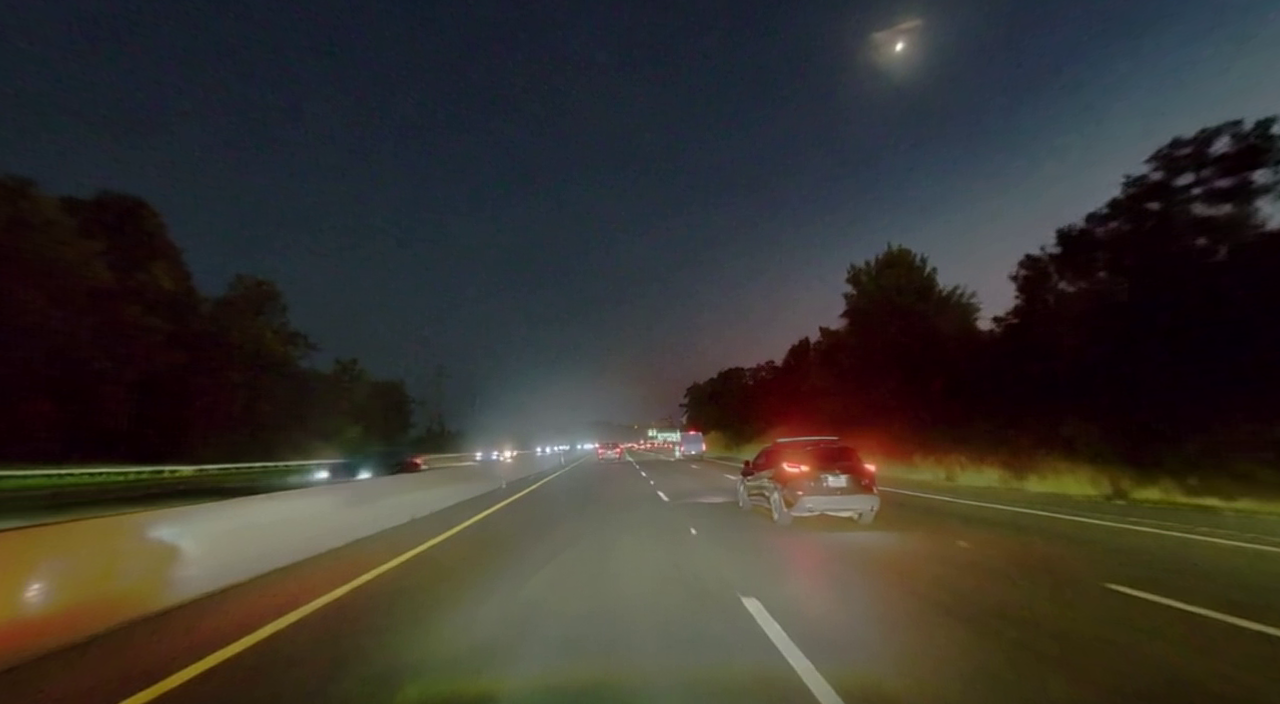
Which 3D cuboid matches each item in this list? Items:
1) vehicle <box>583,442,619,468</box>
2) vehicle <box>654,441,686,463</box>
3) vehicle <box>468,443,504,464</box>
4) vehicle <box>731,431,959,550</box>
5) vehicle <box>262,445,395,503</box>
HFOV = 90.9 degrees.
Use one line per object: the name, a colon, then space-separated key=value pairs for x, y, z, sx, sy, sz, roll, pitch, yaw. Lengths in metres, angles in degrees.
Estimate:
vehicle: x=-2.353 y=6.252 z=38.677 sx=2.055 sy=1.466 sz=4.317 roll=1 pitch=-8 yaw=-3
vehicle: x=2.186 y=7.404 z=46.806 sx=1.995 sy=1.556 sz=3.893 roll=1 pitch=-8 yaw=-3
vehicle: x=-11.943 y=7.906 z=49.131 sx=1.918 sy=1.515 sz=3.988 roll=0 pitch=-8 yaw=-2
vehicle: x=2.977 y=2.090 z=10.479 sx=1.961 sy=1.495 sz=4.743 roll=1 pitch=-8 yaw=-3
vehicle: x=-9.179 y=3.580 z=19.039 sx=1.855 sy=1.455 sz=4.469 roll=0 pitch=-8 yaw=-2
